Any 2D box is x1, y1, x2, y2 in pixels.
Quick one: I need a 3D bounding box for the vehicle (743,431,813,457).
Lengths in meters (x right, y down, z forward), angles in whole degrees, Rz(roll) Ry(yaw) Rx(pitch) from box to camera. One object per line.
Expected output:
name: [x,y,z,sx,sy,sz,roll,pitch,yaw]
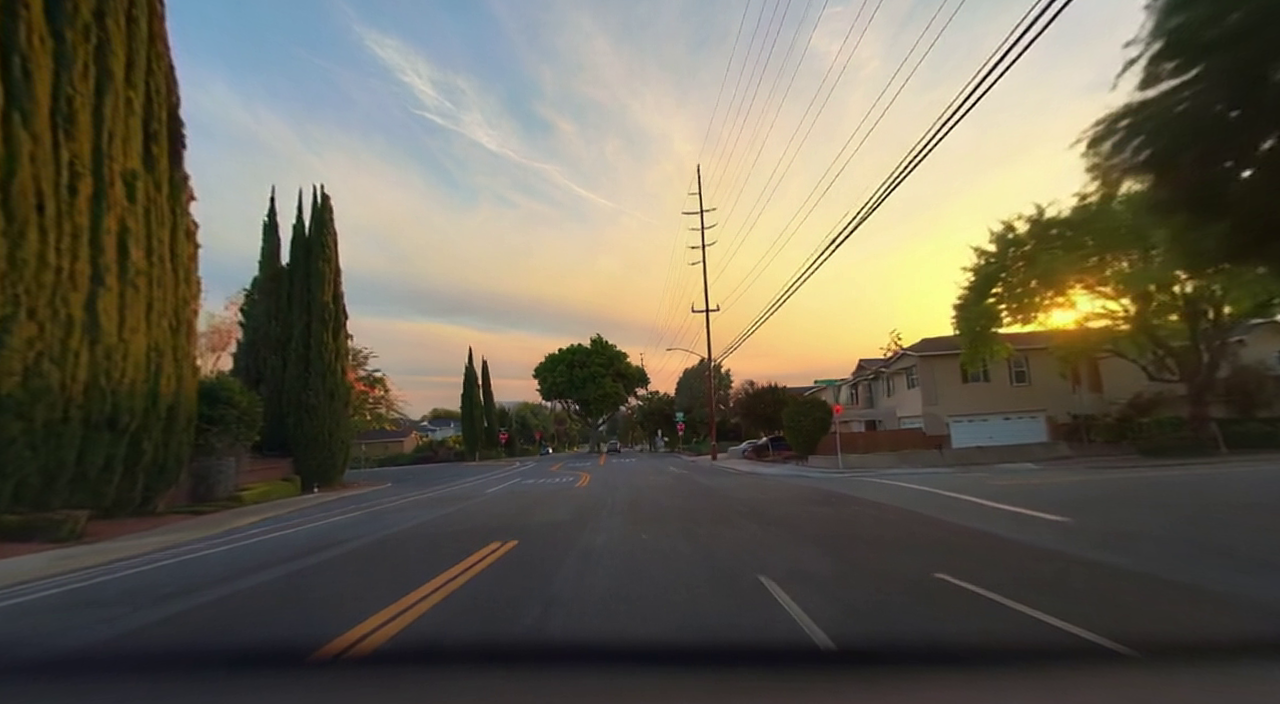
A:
vehicle: [9.904,6.665,45.596,4.544,1.807,2.204,0,-9,2]
